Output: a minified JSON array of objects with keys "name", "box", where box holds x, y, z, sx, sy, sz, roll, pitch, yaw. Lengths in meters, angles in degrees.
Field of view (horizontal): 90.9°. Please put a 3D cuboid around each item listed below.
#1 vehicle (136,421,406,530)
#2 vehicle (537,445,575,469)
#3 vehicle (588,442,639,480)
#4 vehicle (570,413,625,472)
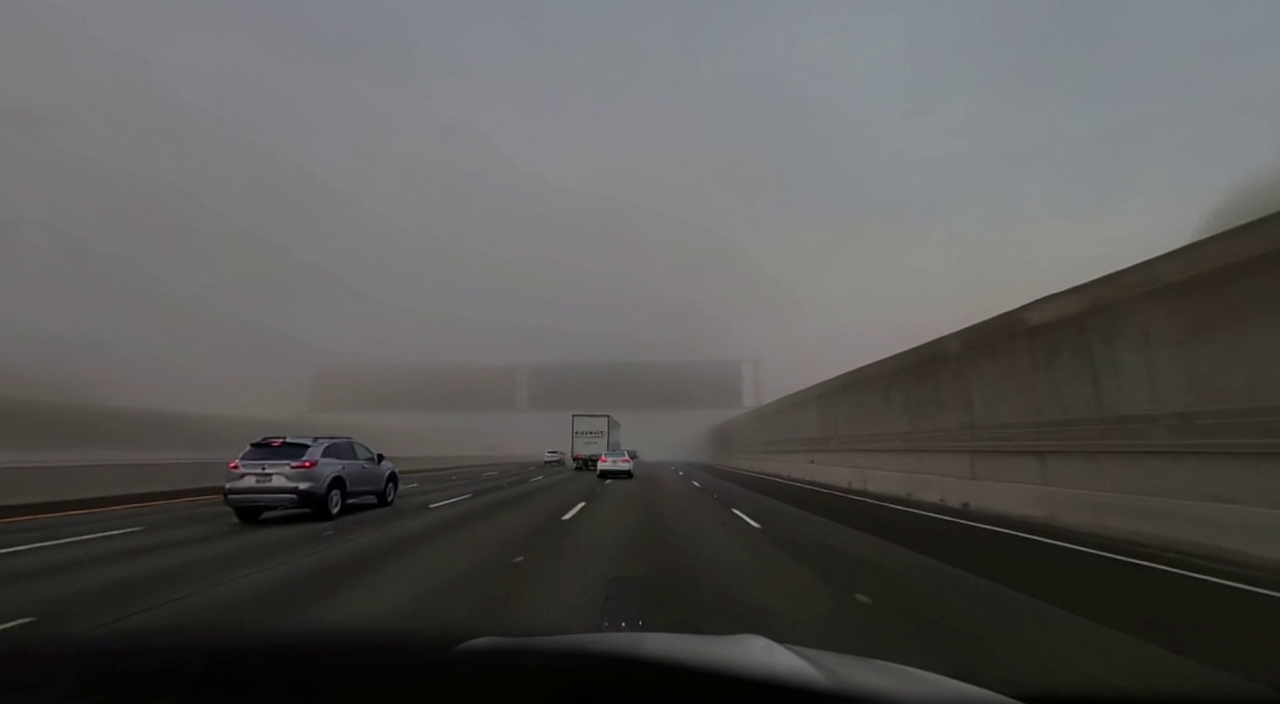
[{"name":"vehicle","box":[-7.056,2.433,13.015,2.401,1.759,5.126,0,-9,1]},{"name":"vehicle","box":[-6.197,7.775,47.010,2.124,1.674,4.541,0,-9,1]},{"name":"vehicle","box":[-1.155,4.914,28.575,2.168,1.597,3.615,0,-9,-1]},{"name":"vehicle","box":[-2.611,6.015,41.668,2.794,3.460,8.595,0,-9,1]}]
